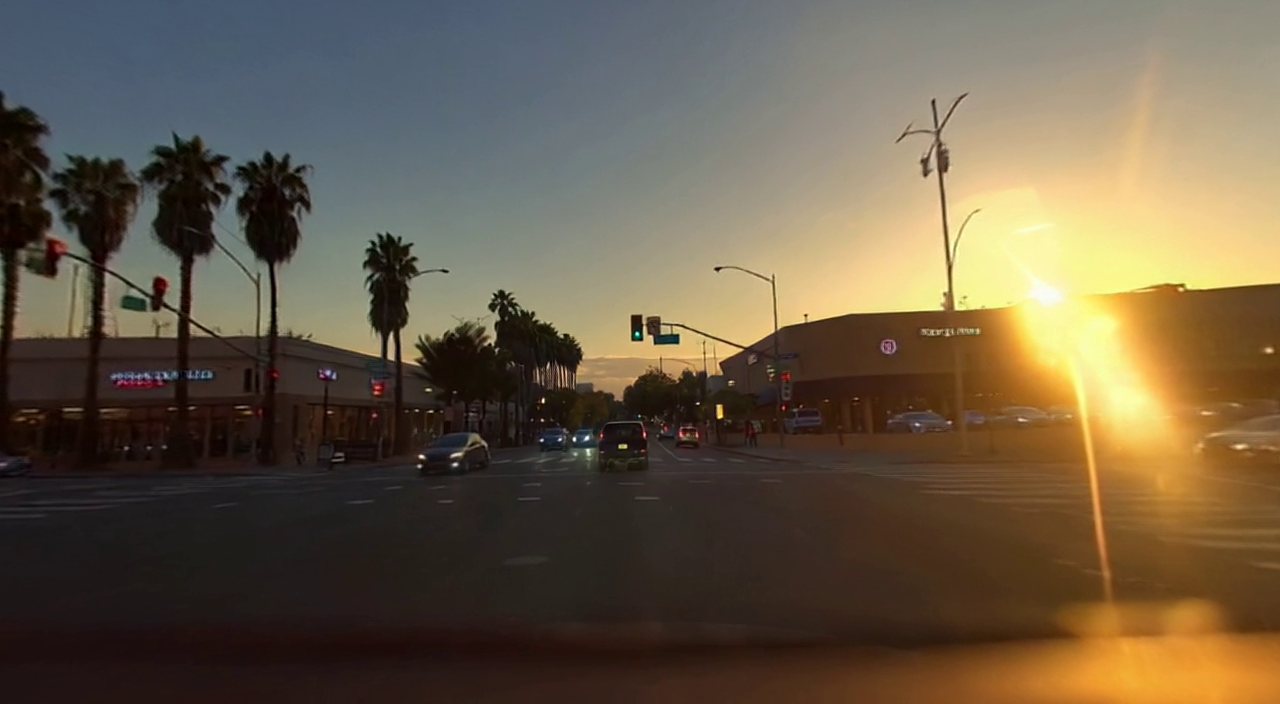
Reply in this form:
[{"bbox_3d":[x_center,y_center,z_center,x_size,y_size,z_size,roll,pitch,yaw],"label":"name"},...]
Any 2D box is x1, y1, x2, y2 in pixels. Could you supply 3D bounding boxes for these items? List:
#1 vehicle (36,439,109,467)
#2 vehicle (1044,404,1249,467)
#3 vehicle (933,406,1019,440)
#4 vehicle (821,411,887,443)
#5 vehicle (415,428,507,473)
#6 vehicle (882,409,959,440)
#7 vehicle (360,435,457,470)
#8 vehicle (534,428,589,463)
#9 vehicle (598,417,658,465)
[{"bbox_3d":[-40.567,7.210,45.191,1.615,1.455,3.501,-7,-4,26],"label":"vehicle"},{"bbox_3d":[15.855,2.619,20.009,4.583,1.741,2.117,-2,-6,1],"label":"vehicle"},{"bbox_3d":[16.675,3.614,31.642,1.850,1.509,4.297,1,-9,-1],"label":"vehicle"},{"bbox_3d":[11.447,3.987,34.167,1.899,1.550,4.531,-1,-6,-1],"label":"vehicle"},{"bbox_3d":[-6.506,3.653,23.570,2.032,1.508,4.661,0,-8,1],"label":"vehicle"},{"bbox_3d":[14.138,3.746,32.165,1.797,1.443,4.451,-1,-8,-1],"label":"vehicle"},{"bbox_3d":[-10.543,4.605,29.132,2.002,1.470,4.388,-2,-9,15],"label":"vehicle"},{"bbox_3d":[-3.560,4.354,29.419,1.921,1.491,4.332,0,-8,1],"label":"vehicle"},{"bbox_3d":[-0.516,3.738,26.487,2.264,1.798,4.531,0,-8,-1],"label":"vehicle"}]
